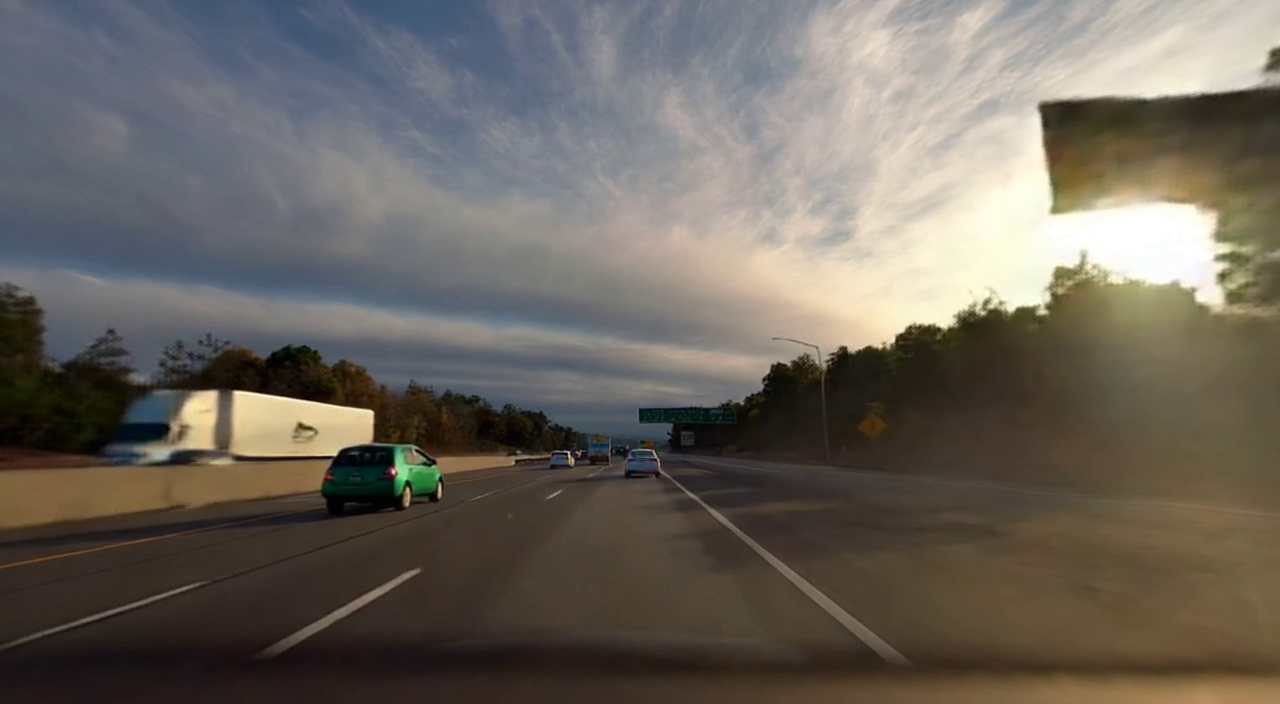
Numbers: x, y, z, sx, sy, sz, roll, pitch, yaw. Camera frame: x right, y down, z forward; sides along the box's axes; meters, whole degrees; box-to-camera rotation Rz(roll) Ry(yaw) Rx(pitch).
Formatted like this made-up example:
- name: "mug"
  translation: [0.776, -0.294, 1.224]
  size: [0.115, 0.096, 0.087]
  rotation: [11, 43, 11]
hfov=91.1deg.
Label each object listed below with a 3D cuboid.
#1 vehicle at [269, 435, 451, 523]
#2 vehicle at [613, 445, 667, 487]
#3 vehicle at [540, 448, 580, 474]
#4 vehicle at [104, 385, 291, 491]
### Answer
- name: "vehicle"
  translation: [-5.876, 2.698, 13.898]
  size: [2.058, 1.626, 4.118]
  rotation: [0, -9, 1]
- name: "vehicle"
  translation: [-0.027, 4.336, 24.136]
  size: [1.940, 1.451, 3.512]
  rotation: [0, -9, -1]
- name: "vehicle"
  translation: [-4.874, 6.651, 38.690]
  size: [1.892, 1.481, 4.180]
  rotation: [0, -9, 1]
- name: "vehicle"
  translation: [-17.842, 3.587, 26.041]
  size: [3.045, 3.825, 6.229]
  rotation: [0, -9, 0]
